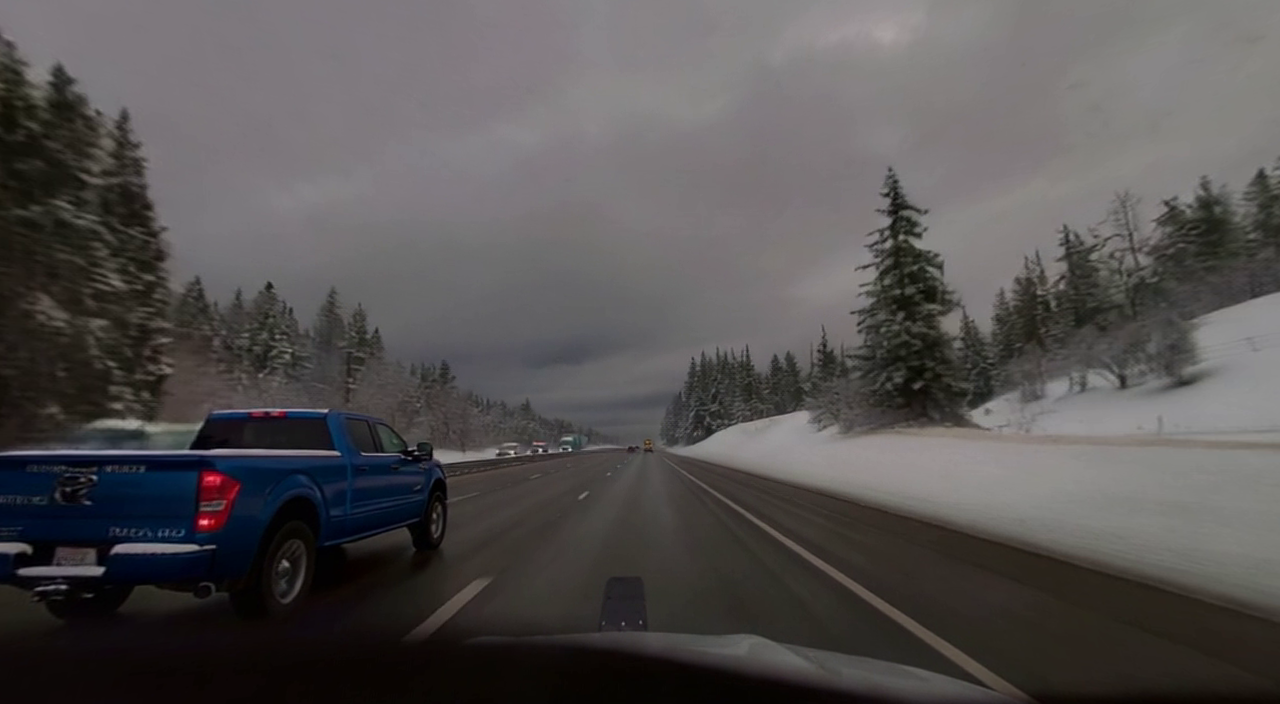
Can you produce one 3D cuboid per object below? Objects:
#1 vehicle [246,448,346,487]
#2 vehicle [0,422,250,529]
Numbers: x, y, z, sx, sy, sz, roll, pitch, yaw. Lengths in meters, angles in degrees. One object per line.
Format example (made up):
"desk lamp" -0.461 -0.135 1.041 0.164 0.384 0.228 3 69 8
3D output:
"vehicle" -15.151 5.075 28.063 1.848 1.546 4.464 0 -8 1
"vehicle" -11.801 2.647 14.293 2.263 1.924 5.585 0 -8 1
